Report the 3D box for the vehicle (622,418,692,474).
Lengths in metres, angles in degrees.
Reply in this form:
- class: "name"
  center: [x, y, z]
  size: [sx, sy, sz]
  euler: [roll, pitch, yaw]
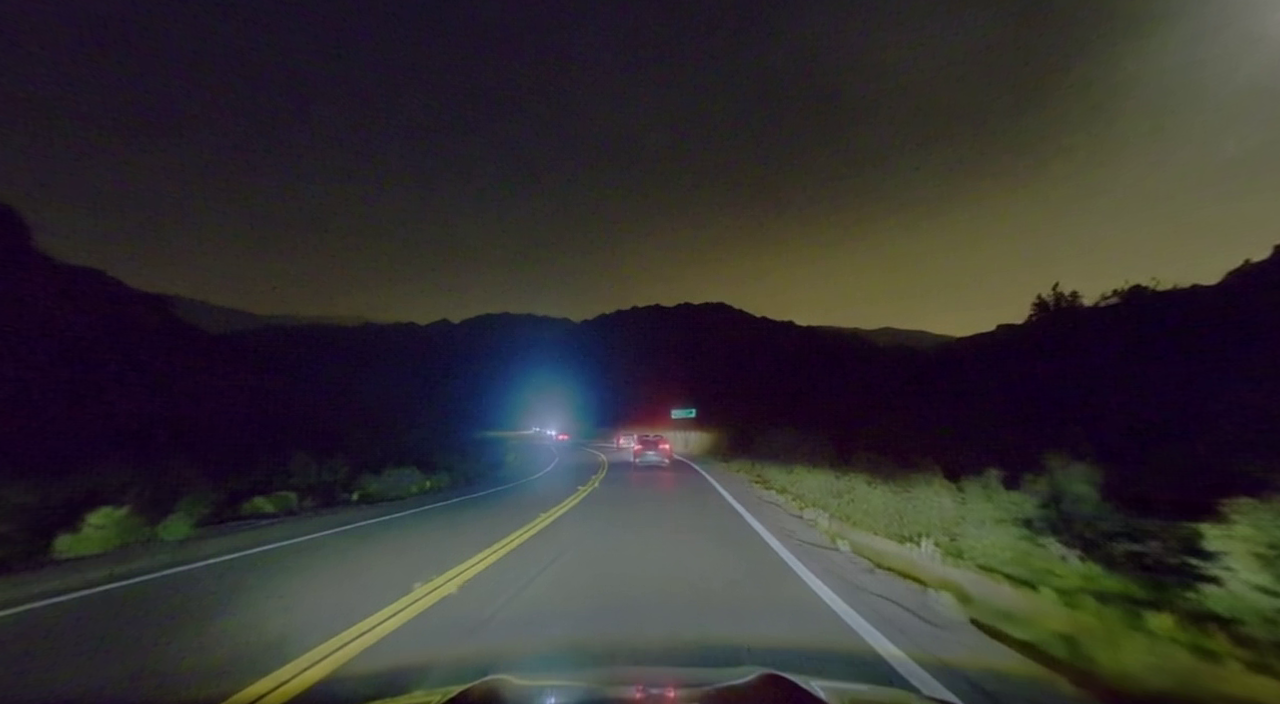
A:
- class: "vehicle"
  center: [0.537, 3.848, 25.873]
  size: [2.500, 1.961, 5.637]
  euler: [-2, -8, -2]
